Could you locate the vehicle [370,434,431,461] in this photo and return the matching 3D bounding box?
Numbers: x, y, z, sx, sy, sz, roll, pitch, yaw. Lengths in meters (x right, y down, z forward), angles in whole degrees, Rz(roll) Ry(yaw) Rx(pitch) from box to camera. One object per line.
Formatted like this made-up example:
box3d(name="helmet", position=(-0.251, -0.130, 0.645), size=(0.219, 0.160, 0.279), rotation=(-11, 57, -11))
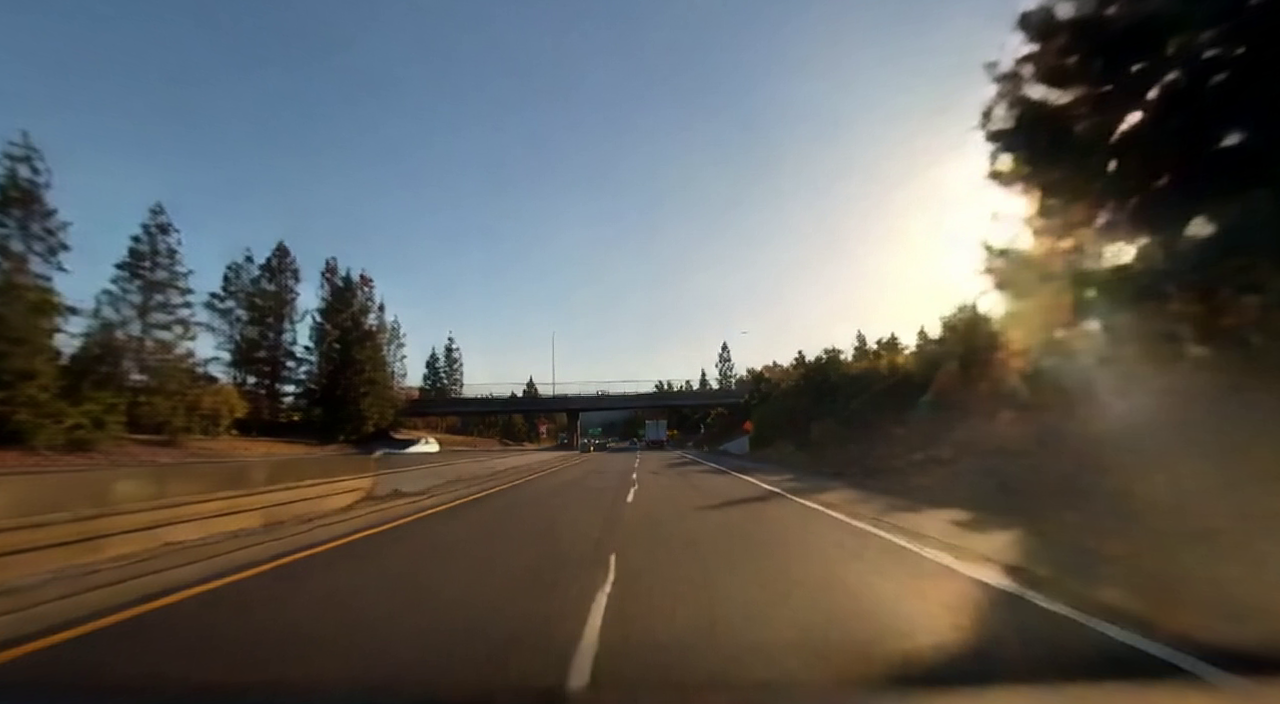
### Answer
box3d(name="vehicle", position=(-13.662, 5.485, 36.206), size=(1.865, 1.428, 4.137), rotation=(0, -8, 0))
